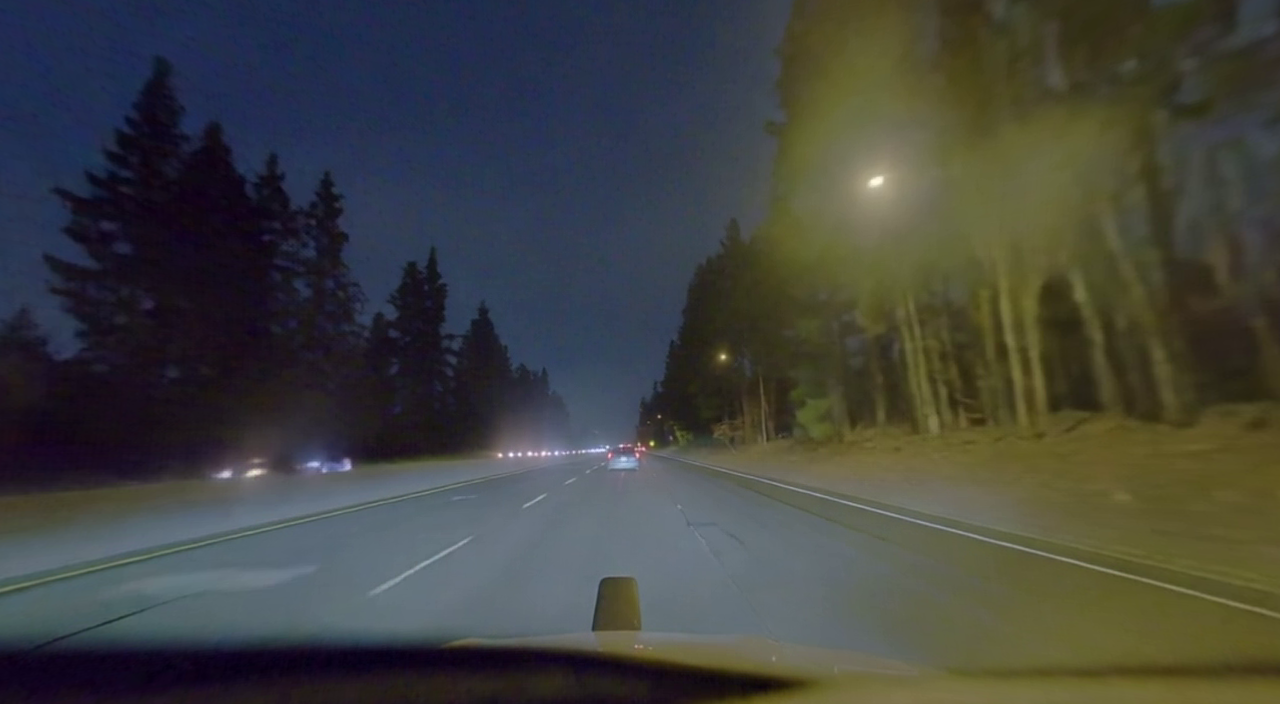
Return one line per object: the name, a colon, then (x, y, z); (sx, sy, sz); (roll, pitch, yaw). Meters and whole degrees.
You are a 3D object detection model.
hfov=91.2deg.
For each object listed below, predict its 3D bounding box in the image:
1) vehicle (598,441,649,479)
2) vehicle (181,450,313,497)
vehicle: (-0.721, 4.755, 27.813); (2.095, 1.537, 4.017); (0, -9, -1)
vehicle: (-13.651, 4.208, 22.149); (1.882, 1.474, 4.369); (0, -9, -1)
